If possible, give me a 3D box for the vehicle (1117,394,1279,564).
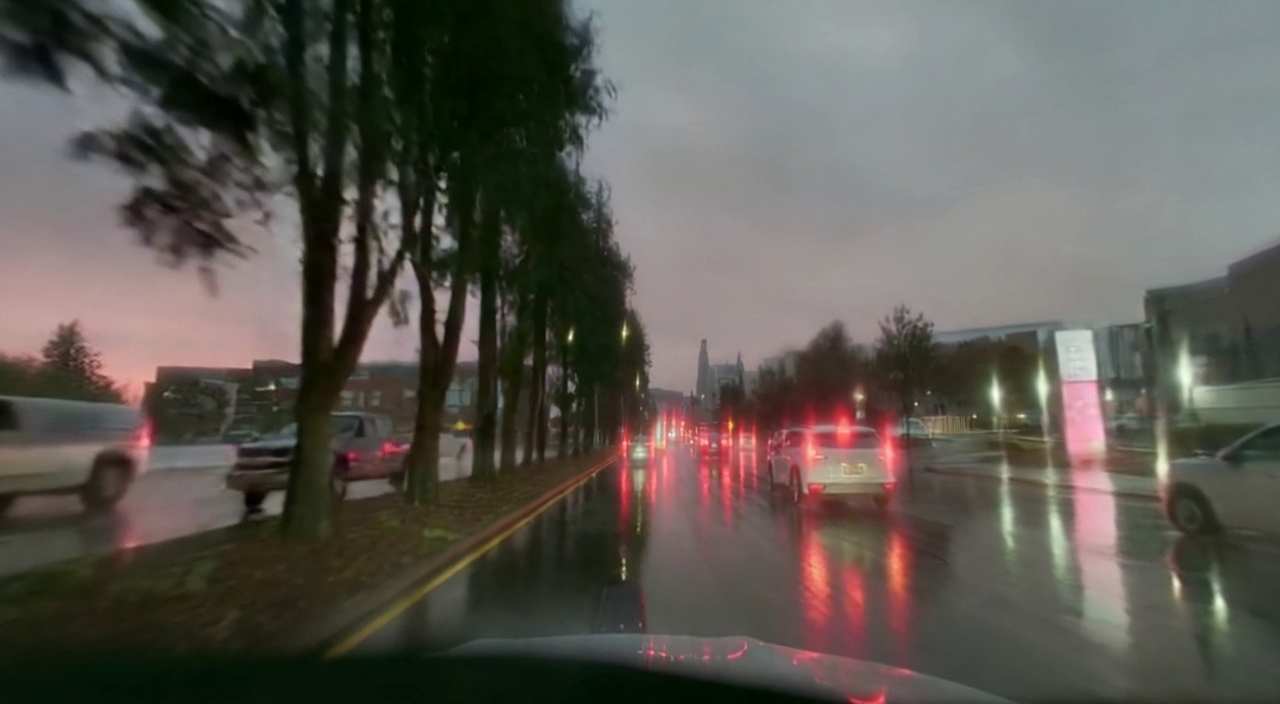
[{"bbox_3d":[7.540,1.280,6.309,2.008,1.714,4.407,0,-8,0],"label":"vehicle"}]

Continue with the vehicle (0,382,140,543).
[{"bbox_3d":[-11.337,1.688,9.524,2.585,2.507,5.743,0,-8,2],"label":"vehicle"}]

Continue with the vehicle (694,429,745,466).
[{"bbox_3d":[3.944,4.852,31.945,1.982,1.709,4.427,0,-8,-1],"label":"vehicle"}]

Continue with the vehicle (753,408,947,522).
[{"bbox_3d":[3.589,2.041,11.775,2.130,1.718,4.310,0,-8,0],"label":"vehicle"}]

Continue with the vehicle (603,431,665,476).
[{"bbox_3d":[-0.184,3.779,23.538,2.111,1.506,4.018,0,-8,0],"label":"vehicle"}]

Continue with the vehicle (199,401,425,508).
[{"bbox_3d":[-7.756,2.528,15.815,2.469,2.200,5.517,0,-8,3],"label":"vehicle"}]
